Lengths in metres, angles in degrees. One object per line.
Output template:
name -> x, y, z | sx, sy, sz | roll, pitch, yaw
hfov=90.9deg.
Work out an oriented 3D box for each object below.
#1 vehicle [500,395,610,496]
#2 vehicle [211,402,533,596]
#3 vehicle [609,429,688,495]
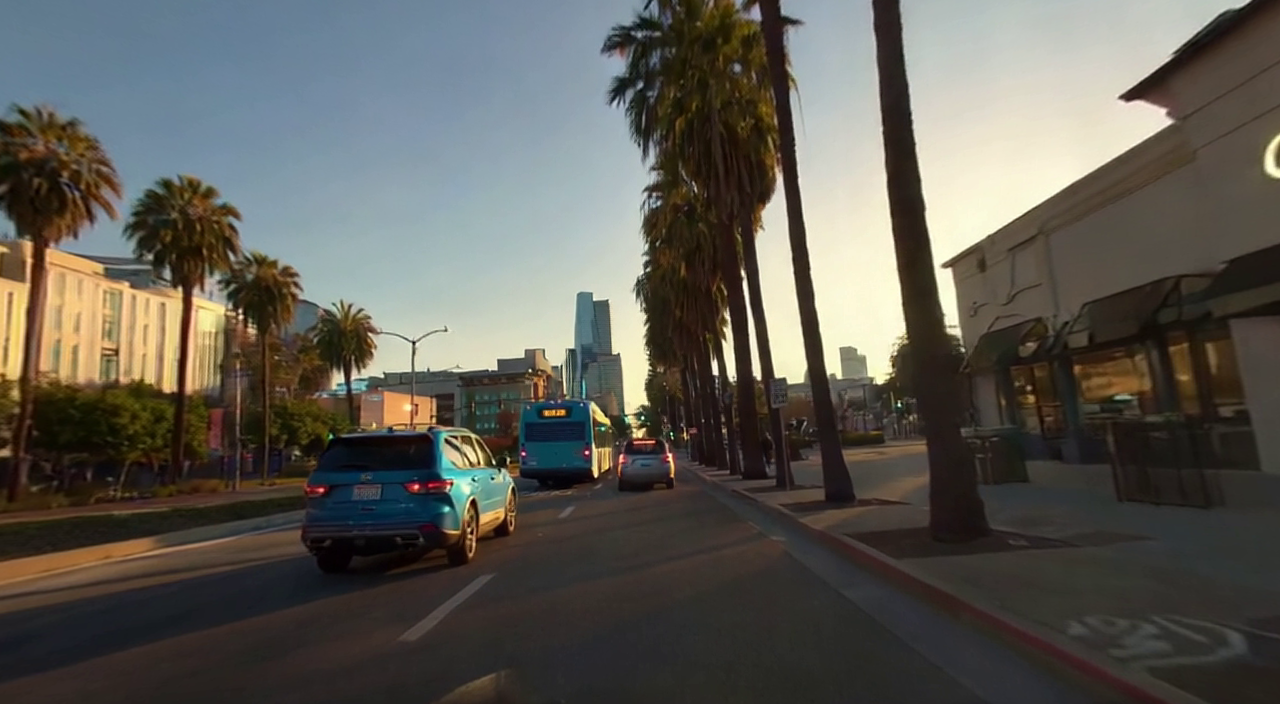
vehicle -> -2.823, 3.477, 23.663 | 2.775, 3.064, 8.297 | -1, -8, 1
vehicle -> -2.923, 1.721, 8.294 | 2.124, 1.799, 4.587 | -1, -8, 1
vehicle -> 0.247, 3.237, 18.892 | 2.120, 1.727, 3.917 | -1, -8, 1
